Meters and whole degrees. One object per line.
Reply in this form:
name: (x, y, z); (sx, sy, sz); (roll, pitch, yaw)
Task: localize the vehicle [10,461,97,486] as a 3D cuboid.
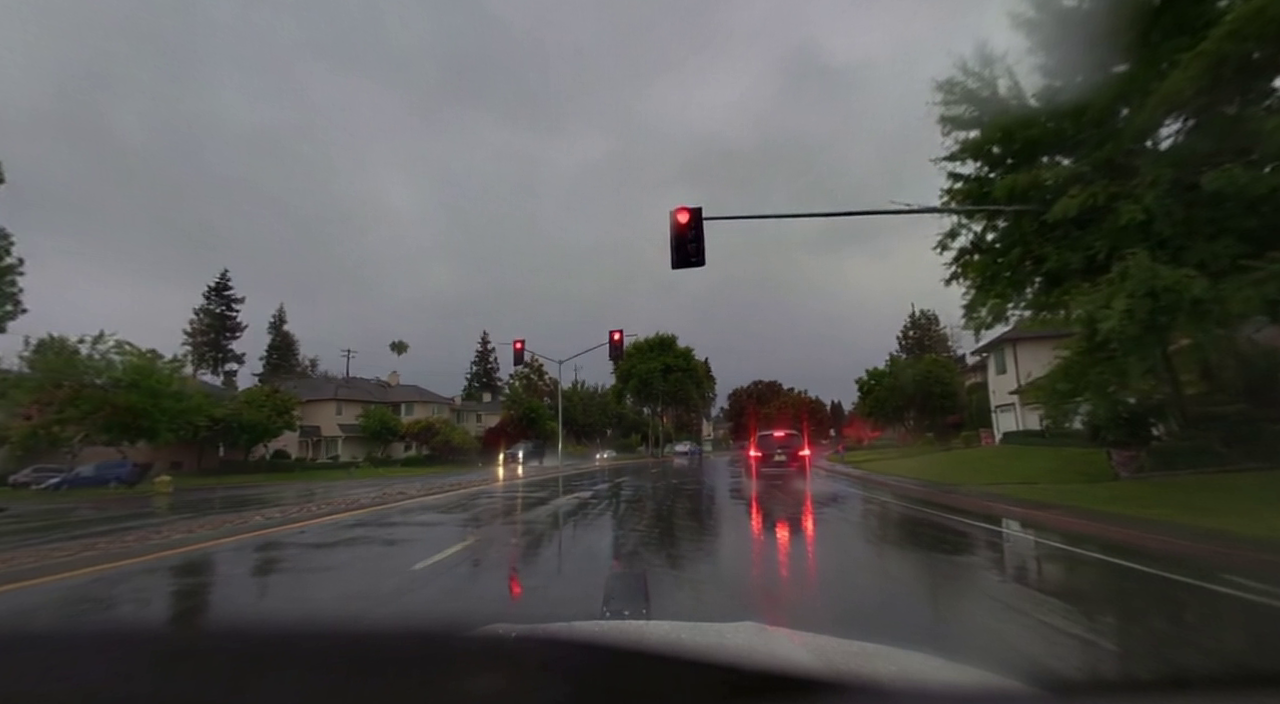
vehicle: (-35.068, 7.277, 37.745); (3.339, 1.383, 1.865); (0, -8, -1)

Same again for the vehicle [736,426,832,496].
vehicle: (4.200, 3.259, 19.179); (2.141, 1.833, 4.704); (-1, -9, 4)
